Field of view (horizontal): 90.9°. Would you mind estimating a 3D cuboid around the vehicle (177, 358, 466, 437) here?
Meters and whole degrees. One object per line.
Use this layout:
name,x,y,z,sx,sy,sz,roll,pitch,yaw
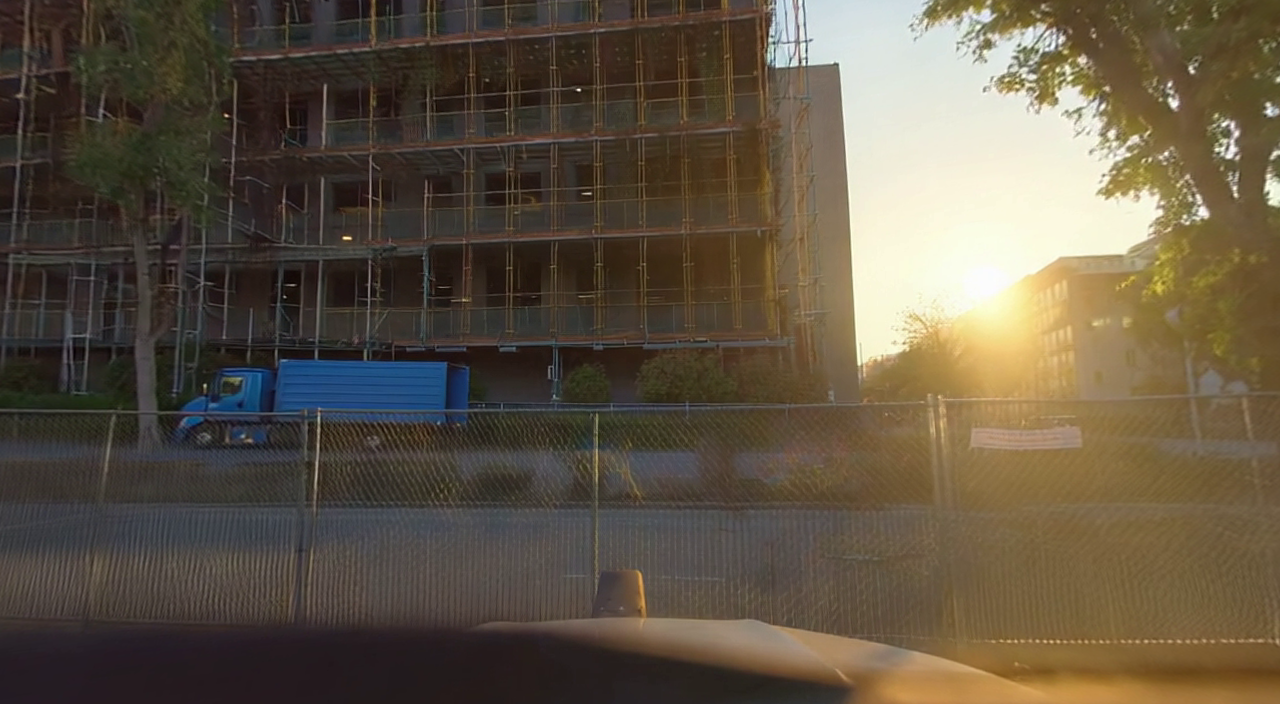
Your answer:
vehicle,-17.220,2.674,35.213,14.067,4.099,2.832,1,-9,-7
